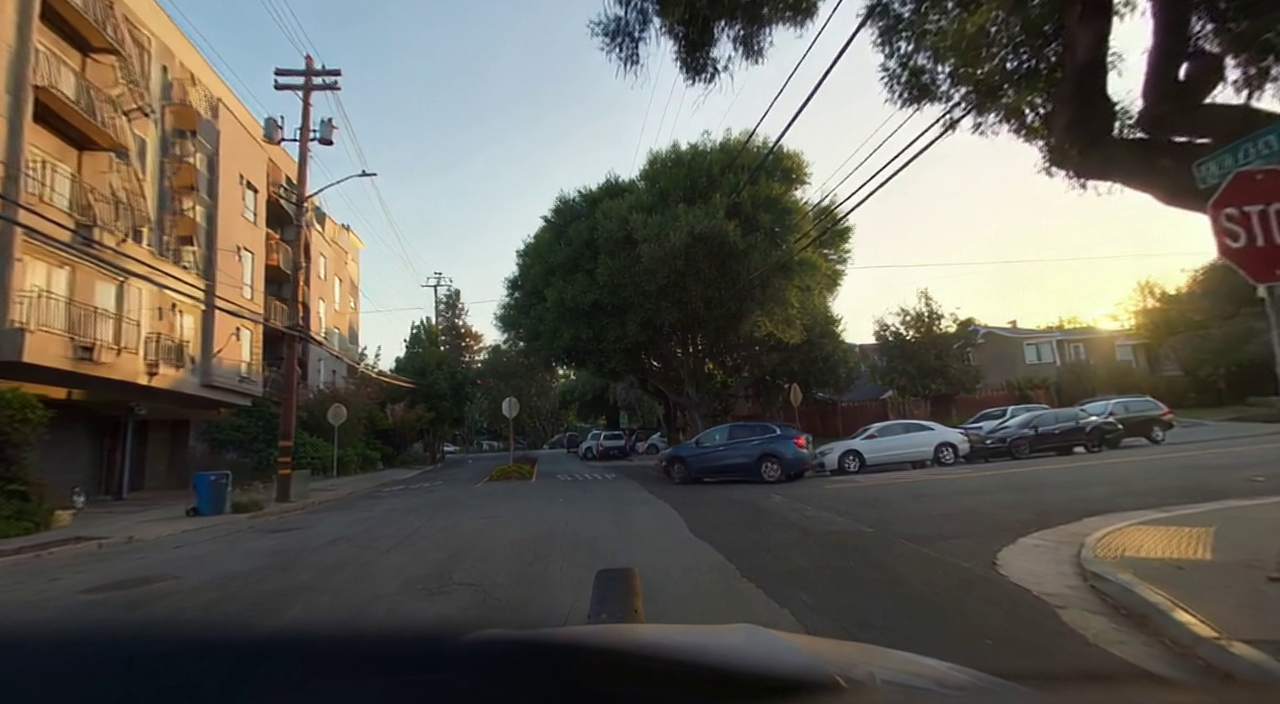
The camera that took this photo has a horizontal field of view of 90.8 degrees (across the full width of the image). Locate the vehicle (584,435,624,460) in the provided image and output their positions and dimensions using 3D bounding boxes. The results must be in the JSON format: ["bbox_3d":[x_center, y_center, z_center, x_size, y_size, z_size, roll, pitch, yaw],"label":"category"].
[{"bbox_3d":[-2.300,5.933,39.393,1.918,1.475,4.060,2,-9,-12],"label":"vehicle"}]

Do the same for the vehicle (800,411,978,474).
[{"bbox_3d":[7.907,2.917,20.294,4.877,1.755,1.918,0,-11,-10],"label":"vehicle"}]

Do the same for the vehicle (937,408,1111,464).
[{"bbox_3d":[12.893,2.851,21.326,4.830,1.490,1.878,-2,-11,-11],"label":"vehicle"}]

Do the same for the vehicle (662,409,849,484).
[{"bbox_3d":[3.249,2.648,17.761,4.790,1.872,2.155,-4,-9,22],"label":"vehicle"}]

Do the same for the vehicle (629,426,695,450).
[{"bbox_3d":[1.562,6.282,45.920,4.424,1.645,1.820,2,-9,-13],"label":"vehicle"}]
